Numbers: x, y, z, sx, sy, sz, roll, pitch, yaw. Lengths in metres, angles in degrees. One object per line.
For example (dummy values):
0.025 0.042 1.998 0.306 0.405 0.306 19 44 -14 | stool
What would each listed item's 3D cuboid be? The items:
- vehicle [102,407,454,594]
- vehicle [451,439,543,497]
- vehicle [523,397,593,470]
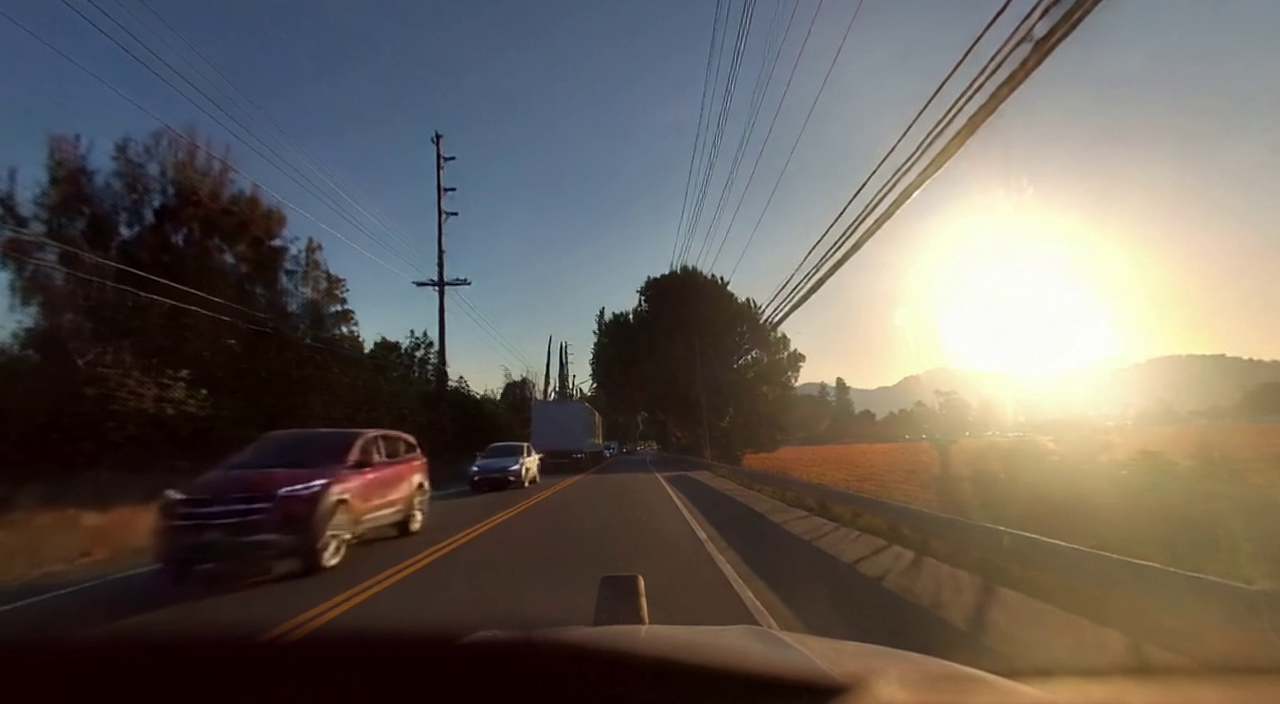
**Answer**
-4.531 1.893 9.204 2.269 1.873 5.076 -1 -8 -2 | vehicle
-4.751 3.869 21.643 2.100 1.664 4.451 -2 -8 0 | vehicle
-4.879 5.174 38.965 3.544 4.103 5.897 1 -10 -1 | vehicle
